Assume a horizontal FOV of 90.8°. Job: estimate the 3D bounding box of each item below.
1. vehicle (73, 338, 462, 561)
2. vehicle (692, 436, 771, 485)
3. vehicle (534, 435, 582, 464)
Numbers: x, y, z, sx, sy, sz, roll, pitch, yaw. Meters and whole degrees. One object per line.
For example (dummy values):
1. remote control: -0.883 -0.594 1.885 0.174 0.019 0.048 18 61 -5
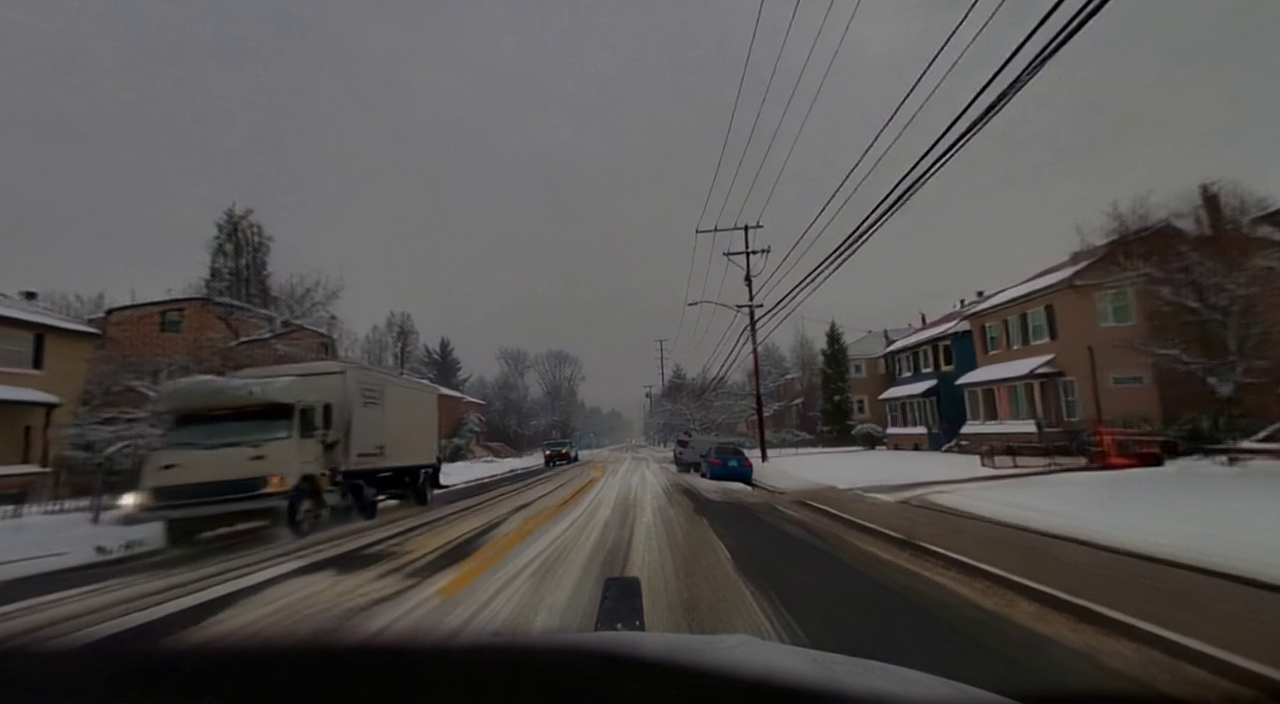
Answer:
1. vehicle: -6.544 1.936 13.217 3.197 3.187 7.847 -2 -8 2
2. vehicle: 2.980 3.658 21.617 1.890 1.463 4.952 0 -8 -1
3. vehicle: -5.893 7.124 46.319 2.427 1.998 5.239 -1 -8 4
